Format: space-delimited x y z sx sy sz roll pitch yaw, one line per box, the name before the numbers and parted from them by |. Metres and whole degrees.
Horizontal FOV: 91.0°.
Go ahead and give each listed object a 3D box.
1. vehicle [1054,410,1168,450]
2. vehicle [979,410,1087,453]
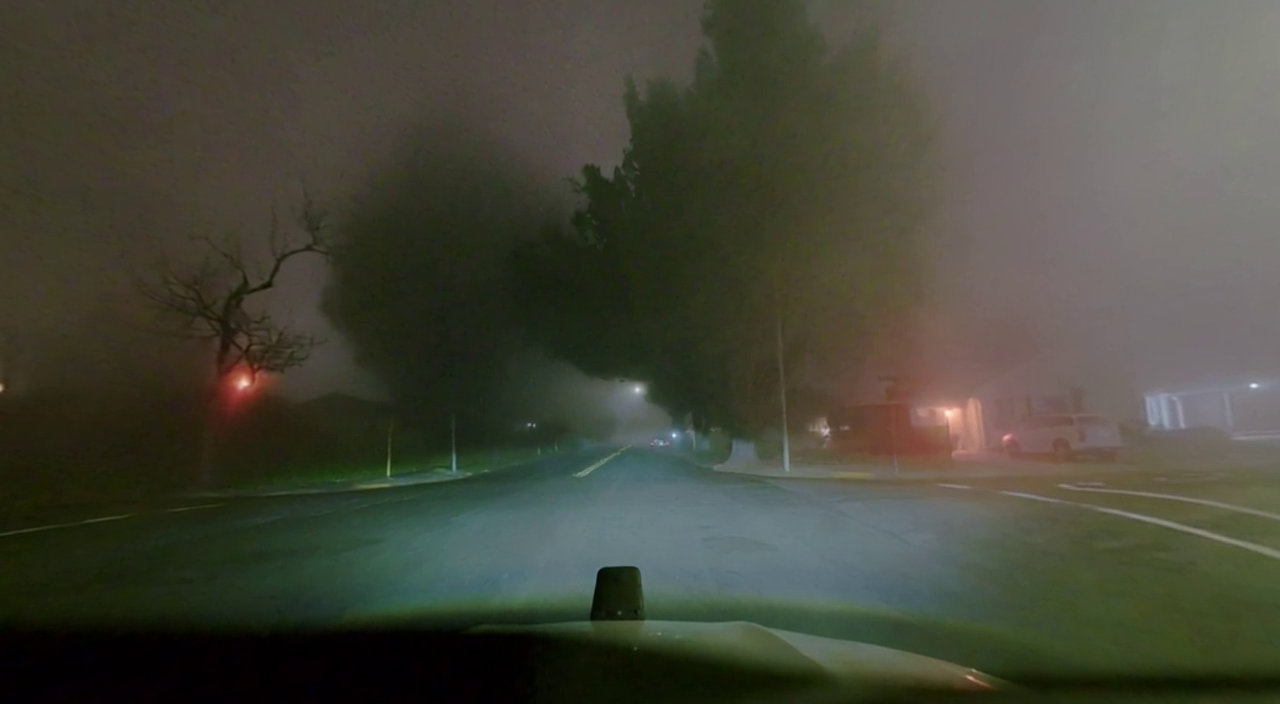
vehicle | 19.119 3.248 25.818 1.803 1.504 4.324 -1 -8 8
vehicle | 16.356 3.392 26.535 1.829 1.667 4.437 -1 -8 3
